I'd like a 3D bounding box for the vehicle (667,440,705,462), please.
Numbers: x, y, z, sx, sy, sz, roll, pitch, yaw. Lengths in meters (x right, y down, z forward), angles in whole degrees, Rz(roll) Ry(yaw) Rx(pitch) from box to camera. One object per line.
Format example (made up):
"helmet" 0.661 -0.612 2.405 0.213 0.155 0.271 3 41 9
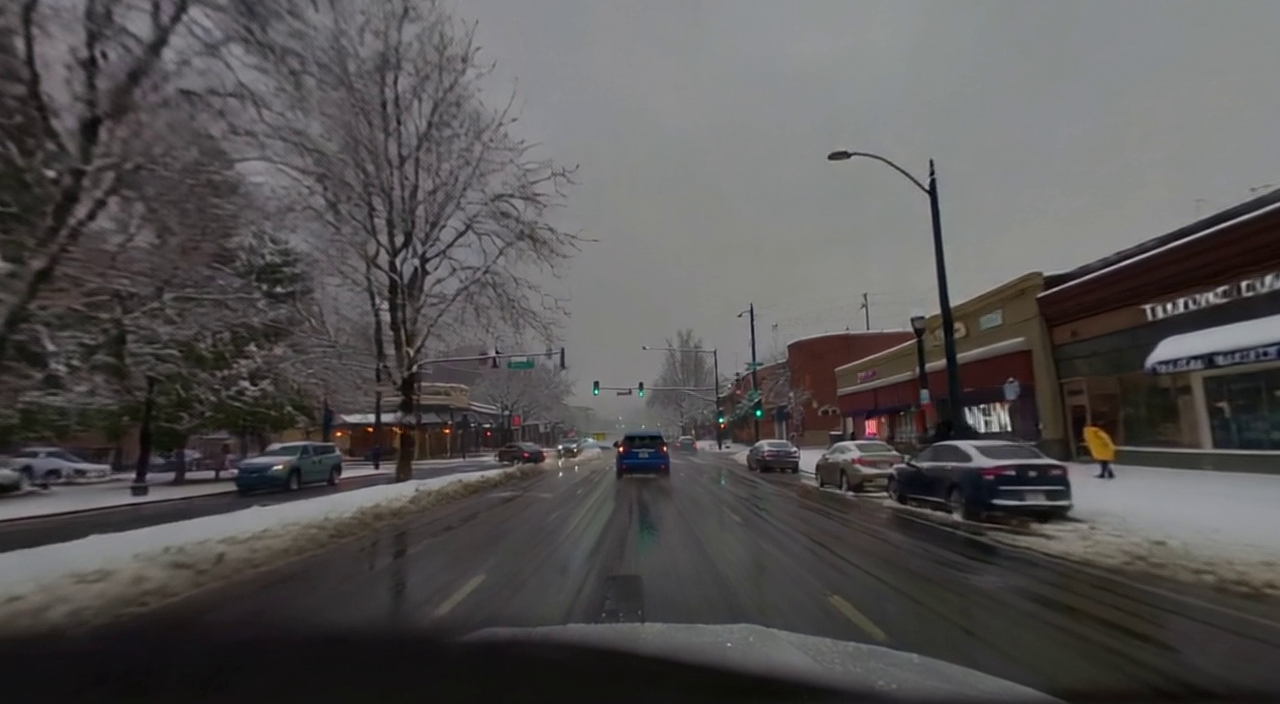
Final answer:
"vehicle" 3.129 6.833 43.753 2.209 1.478 4.138 0 -8 -1

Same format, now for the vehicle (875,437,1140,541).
"vehicle" 6.218 2.348 11.569 2.048 1.484 4.709 0 -8 1

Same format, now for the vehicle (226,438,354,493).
"vehicle" -13.944 4.532 25.674 2.197 1.985 5.183 0 -8 0

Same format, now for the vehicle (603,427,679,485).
"vehicle" -0.021 3.596 22.135 2.382 1.796 4.610 0 -8 -1

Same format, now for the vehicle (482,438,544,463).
"vehicle" -9.581 7.388 47.615 4.427 1.757 2.125 -7 -11 37

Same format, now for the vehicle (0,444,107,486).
"vehicle" -28.210 5.202 29.321 4.767 1.843 2.339 0 -8 1

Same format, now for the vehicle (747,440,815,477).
"vehicle" 6.227 4.738 28.430 1.986 1.515 4.265 0 -8 -1
